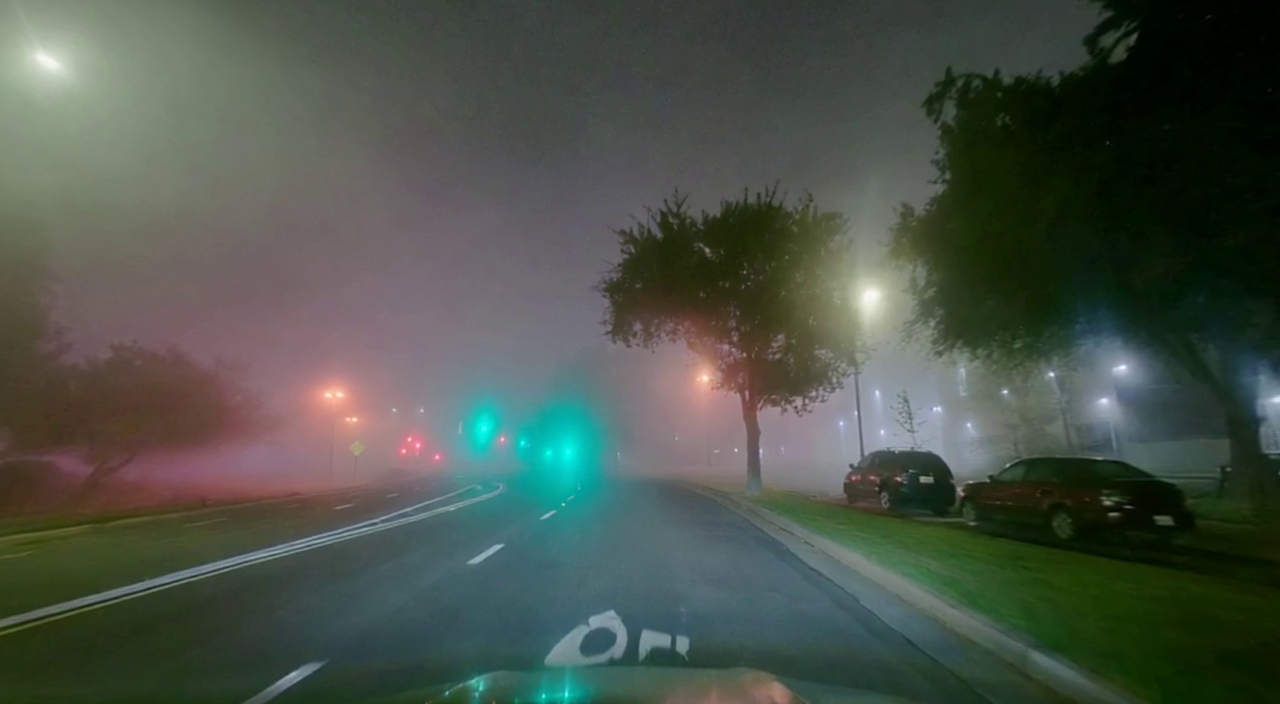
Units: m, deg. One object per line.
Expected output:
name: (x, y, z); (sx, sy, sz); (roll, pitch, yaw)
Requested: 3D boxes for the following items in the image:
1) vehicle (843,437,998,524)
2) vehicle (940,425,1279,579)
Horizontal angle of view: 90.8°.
vehicle: (7.625, 3.488, 17.969); (2.456, 2.057, 5.270); (-1, -8, 6)
vehicle: (7.592, 2.329, 10.976); (2.193, 1.872, 4.684); (-5, -7, -2)
